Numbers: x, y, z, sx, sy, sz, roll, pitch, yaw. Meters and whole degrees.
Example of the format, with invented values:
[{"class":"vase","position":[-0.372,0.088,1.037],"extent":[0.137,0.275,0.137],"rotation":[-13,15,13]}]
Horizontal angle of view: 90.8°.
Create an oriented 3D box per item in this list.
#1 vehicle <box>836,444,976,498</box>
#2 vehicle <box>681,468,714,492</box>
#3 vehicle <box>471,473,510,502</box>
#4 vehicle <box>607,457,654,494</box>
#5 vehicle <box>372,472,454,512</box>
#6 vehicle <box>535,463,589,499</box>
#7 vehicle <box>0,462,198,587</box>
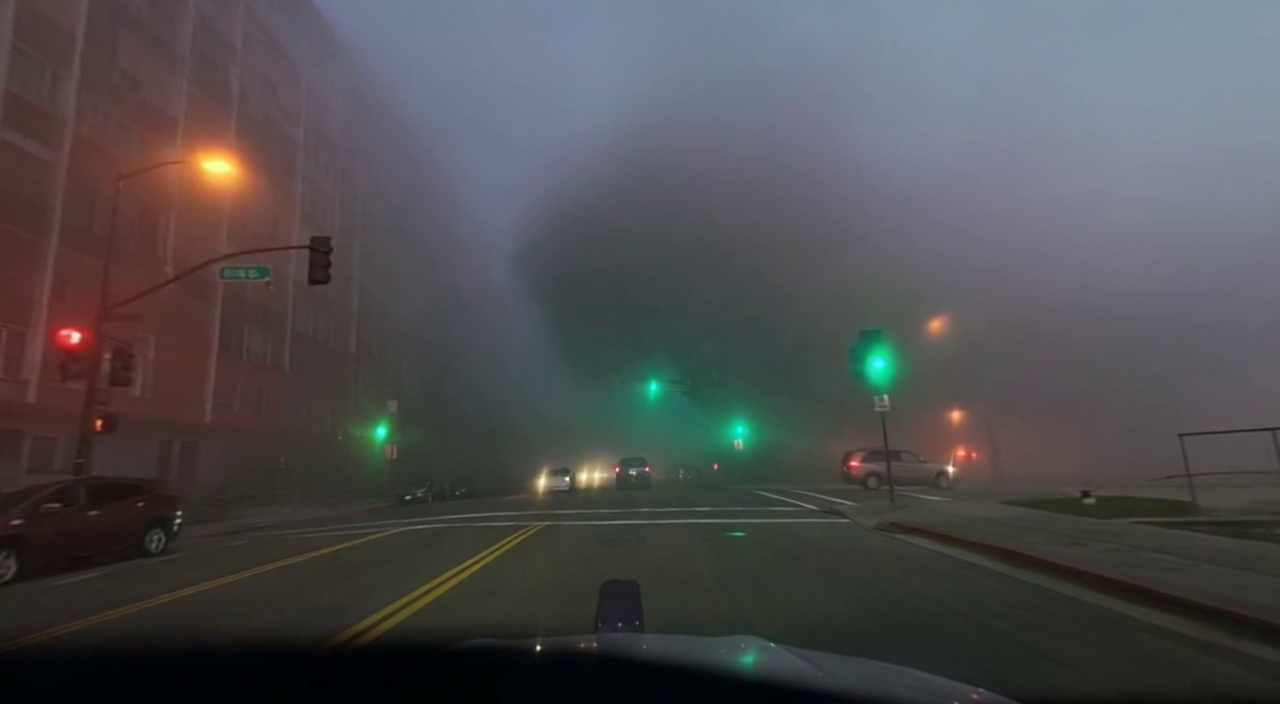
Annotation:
[{"class":"vehicle","position":[9.623,4.229,22.919],"extent":[4.292,1.761,2.207],"rotation":[3,-9,-22]},{"class":"vehicle","position":[4.164,9.377,46.460],"extent":[1.957,1.471,4.307],"rotation":[0,-8,-1]},{"class":"vehicle","position":[-10.865,9.861,46.105],"extent":[1.859,1.780,3.947],"rotation":[0,-8,1]},{"class":"vehicle","position":[-0.431,6.012,31.143],"extent":[2.166,1.579,4.300],"rotation":[0,-8,0]},{"class":"vehicle","position":[-10.359,6.409,29.246],"extent":[2.070,1.476,4.508],"rotation":[0,-8,1]},{"class":"vehicle","position":[-3.885,6.539,32.248],"extent":[2.095,1.447,4.202],"rotation":[-4,-8,0]},{"class":"vehicle","position":[-10.669,3.003,11.251],"extent":[2.199,1.717,4.888],"rotation":[-5,-8,-1]}]
